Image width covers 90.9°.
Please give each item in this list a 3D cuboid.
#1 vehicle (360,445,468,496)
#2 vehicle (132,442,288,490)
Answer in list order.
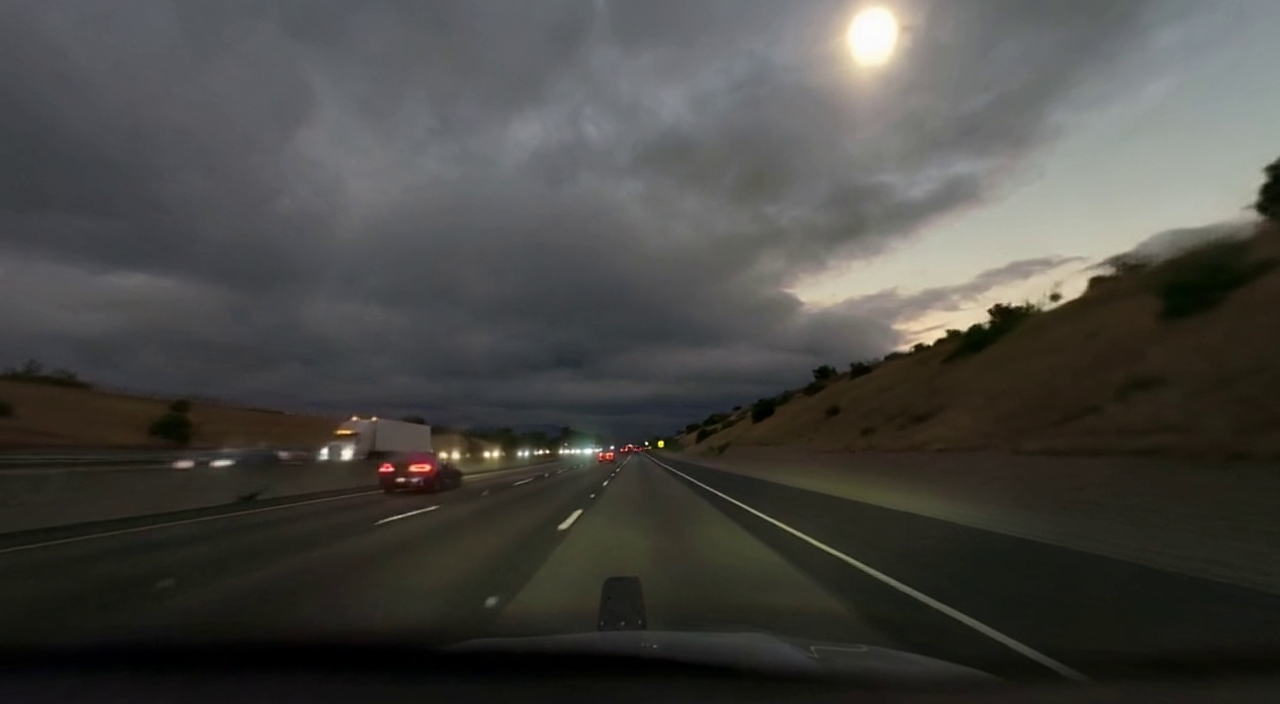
[{"bbox_3d":[-7.255,3.828,20.731,1.966,1.476,4.240,0,-9,0],"label":"vehicle"},{"bbox_3d":[-14.921,3.973,22.305,2.236,1.495,4.689,0,-9,0],"label":"vehicle"}]
